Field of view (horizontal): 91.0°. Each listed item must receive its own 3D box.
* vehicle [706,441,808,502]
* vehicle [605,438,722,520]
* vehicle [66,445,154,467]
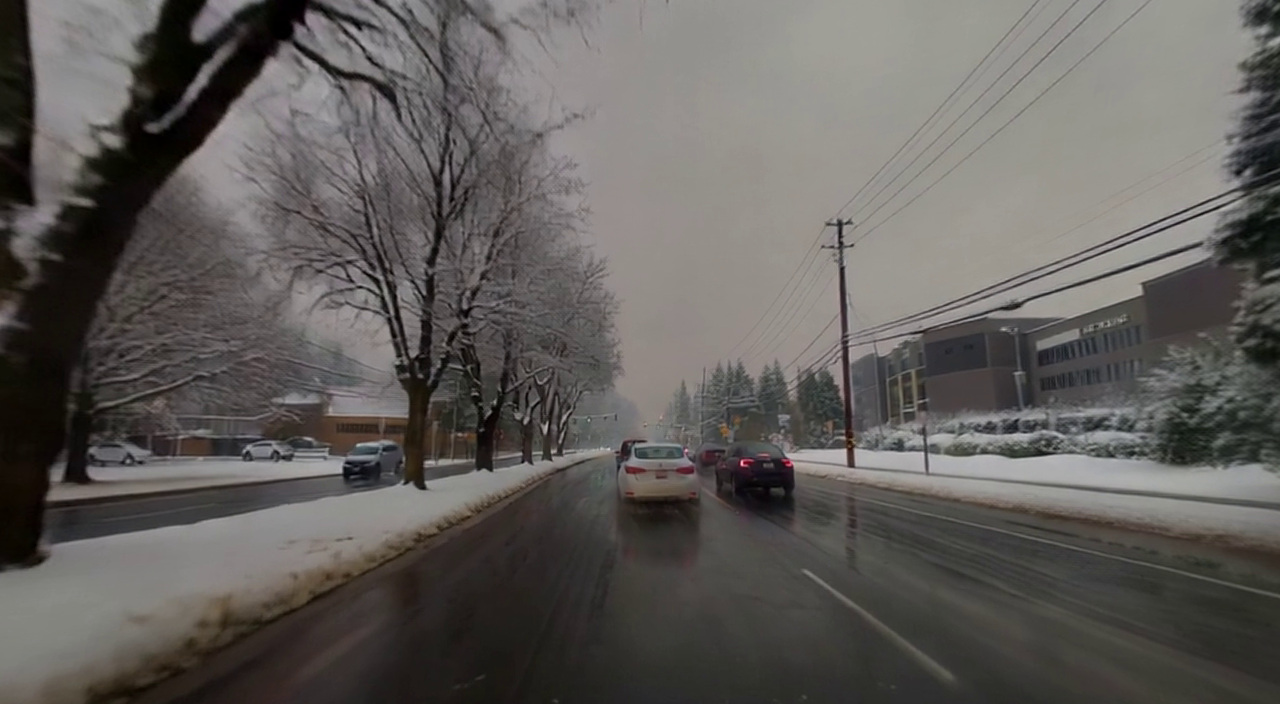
[{"bbox_3d":[3.119,3.252,17.642,1.985,1.489,4.036,0,-8,-1],"label":"vehicle"},{"bbox_3d":[0.342,2.622,13.560,2.144,1.473,4.028,1,-8,-2],"label":"vehicle"},{"bbox_3d":[-38.914,7.621,46.312,1.804,1.478,4.485,-3,-8,25],"label":"vehicle"}]
